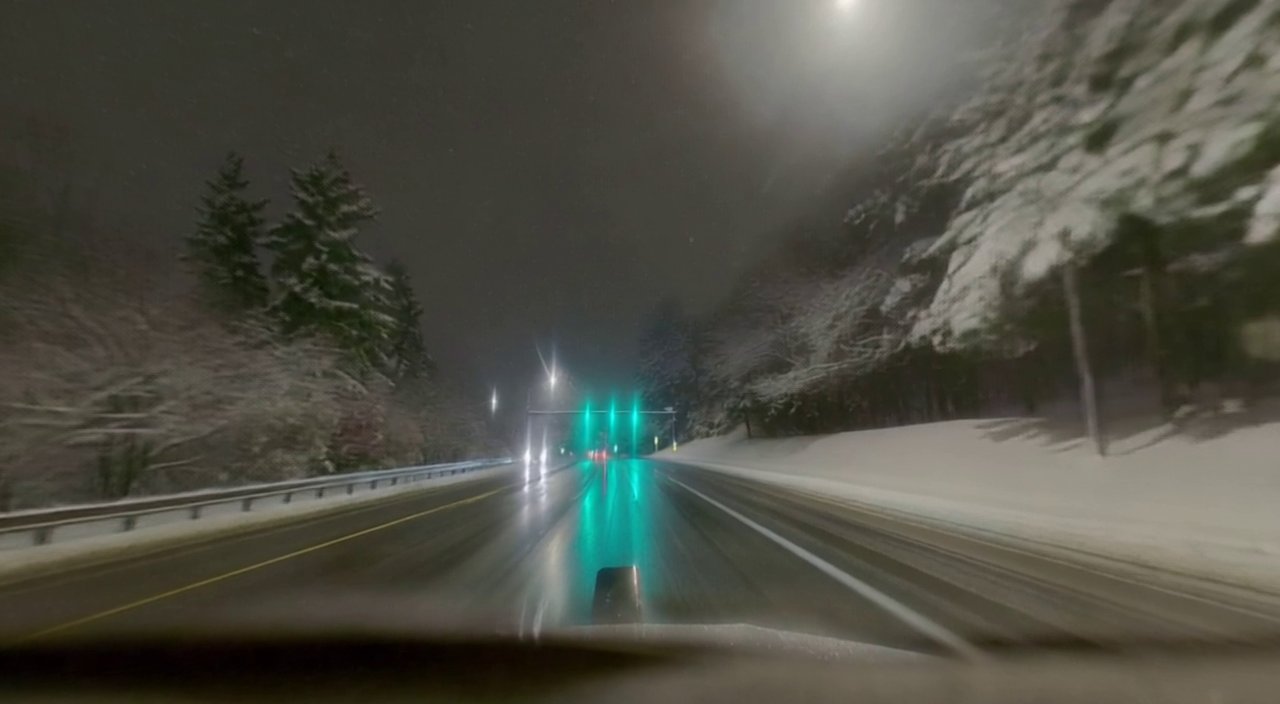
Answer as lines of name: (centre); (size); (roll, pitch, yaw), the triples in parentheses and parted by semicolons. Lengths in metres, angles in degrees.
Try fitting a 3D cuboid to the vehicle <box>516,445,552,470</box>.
vehicle: (-7.719, 7.722, 46.029); (2.017, 1.725, 4.115); (0, -9, -2)
